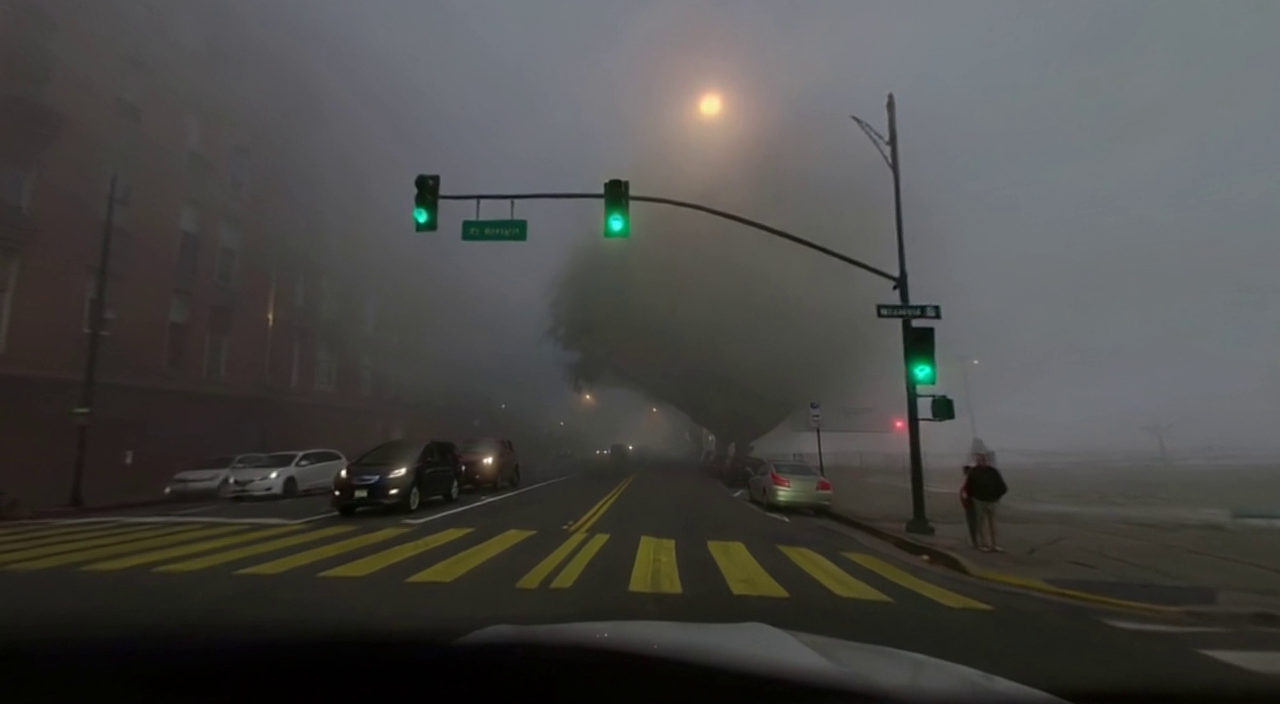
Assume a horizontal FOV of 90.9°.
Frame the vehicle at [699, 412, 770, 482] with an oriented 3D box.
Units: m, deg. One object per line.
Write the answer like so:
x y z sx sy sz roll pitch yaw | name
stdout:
5.054 5.316 35.350 2.989 3.455 7.975 0 -8 2 | vehicle

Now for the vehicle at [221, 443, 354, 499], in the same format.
-11.335 3.810 20.665 1.933 1.628 3.973 0 -8 2 | vehicle

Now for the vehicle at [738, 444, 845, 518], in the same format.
4.001 3.439 17.342 1.924 1.765 3.954 0 -9 0 | vehicle

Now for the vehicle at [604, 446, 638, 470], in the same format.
-1.193 6.966 41.718 1.973 1.496 3.713 0 -8 2 | vehicle

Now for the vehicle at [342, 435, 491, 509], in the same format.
-5.260 2.865 15.538 1.942 1.559 4.298 0 -8 2 | vehicle

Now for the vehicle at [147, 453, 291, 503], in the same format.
-14.199 4.230 21.626 2.012 1.476 4.284 0 -8 0 | vehicle
